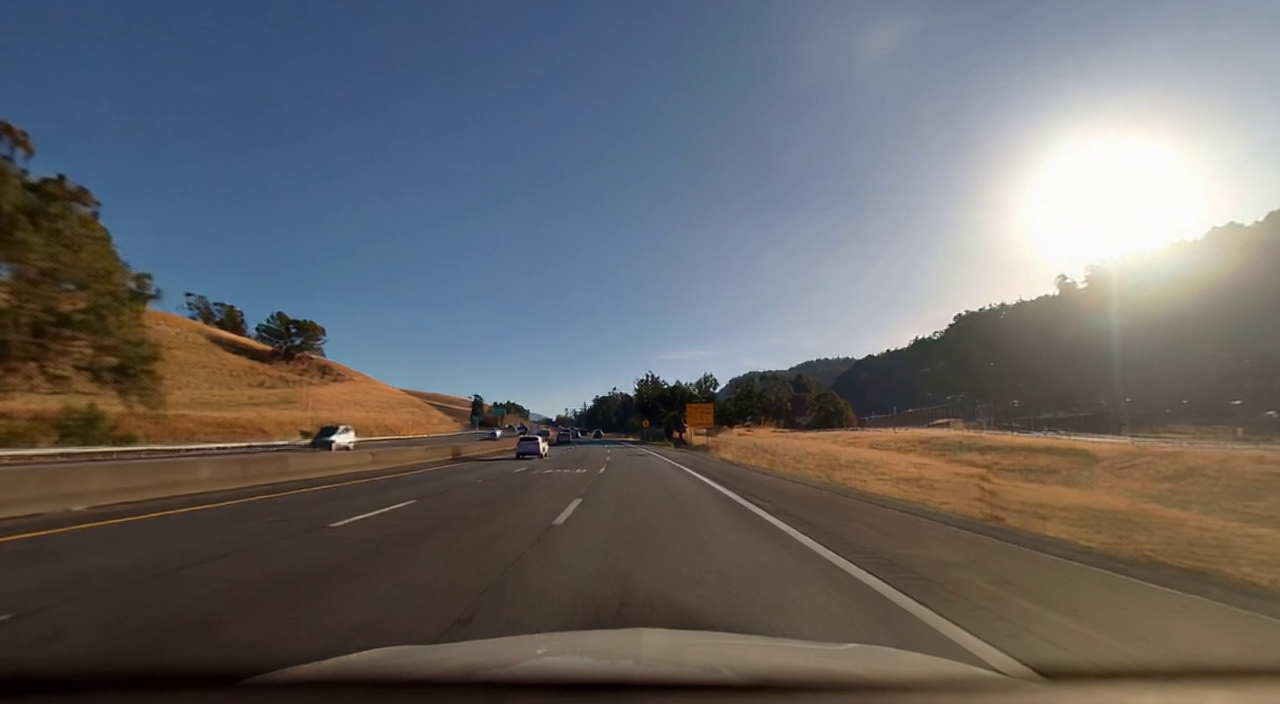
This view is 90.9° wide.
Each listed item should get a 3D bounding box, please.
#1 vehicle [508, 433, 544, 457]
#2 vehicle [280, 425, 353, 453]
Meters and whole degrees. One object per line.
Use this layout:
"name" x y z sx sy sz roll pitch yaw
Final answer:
"vehicle" -8.083 6.587 44.915 1.931 1.608 3.977 0 -8 -2
"vehicle" -22.244 6.056 43.724 2.148 1.794 5.793 0 -8 -2
